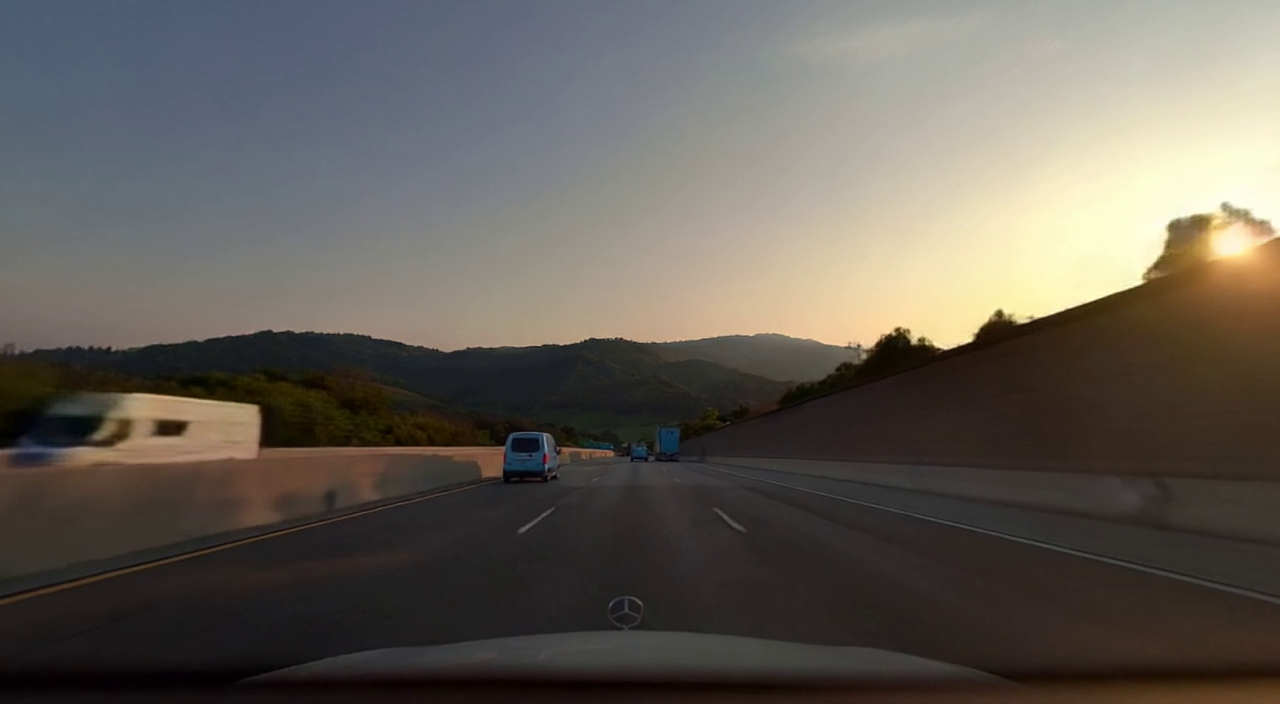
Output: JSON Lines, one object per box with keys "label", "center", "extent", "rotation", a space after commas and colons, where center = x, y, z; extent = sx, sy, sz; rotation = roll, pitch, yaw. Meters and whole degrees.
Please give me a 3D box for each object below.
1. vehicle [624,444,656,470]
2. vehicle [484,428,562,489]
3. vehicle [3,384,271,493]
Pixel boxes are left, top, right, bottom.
{"label": "vehicle", "center": [0.004, 7.461, 45.009], "extent": [2.166, 1.747, 4.299], "rotation": [0, -9, 0]}
{"label": "vehicle", "center": [-4.166, 3.906, 23.309], "extent": [1.955, 2.004, 4.792], "rotation": [0, -9, 0]}
{"label": "vehicle", "center": [-19.423, 3.601, 25.647], "extent": [2.958, 3.583, 9.528], "rotation": [0, -9, 0]}
